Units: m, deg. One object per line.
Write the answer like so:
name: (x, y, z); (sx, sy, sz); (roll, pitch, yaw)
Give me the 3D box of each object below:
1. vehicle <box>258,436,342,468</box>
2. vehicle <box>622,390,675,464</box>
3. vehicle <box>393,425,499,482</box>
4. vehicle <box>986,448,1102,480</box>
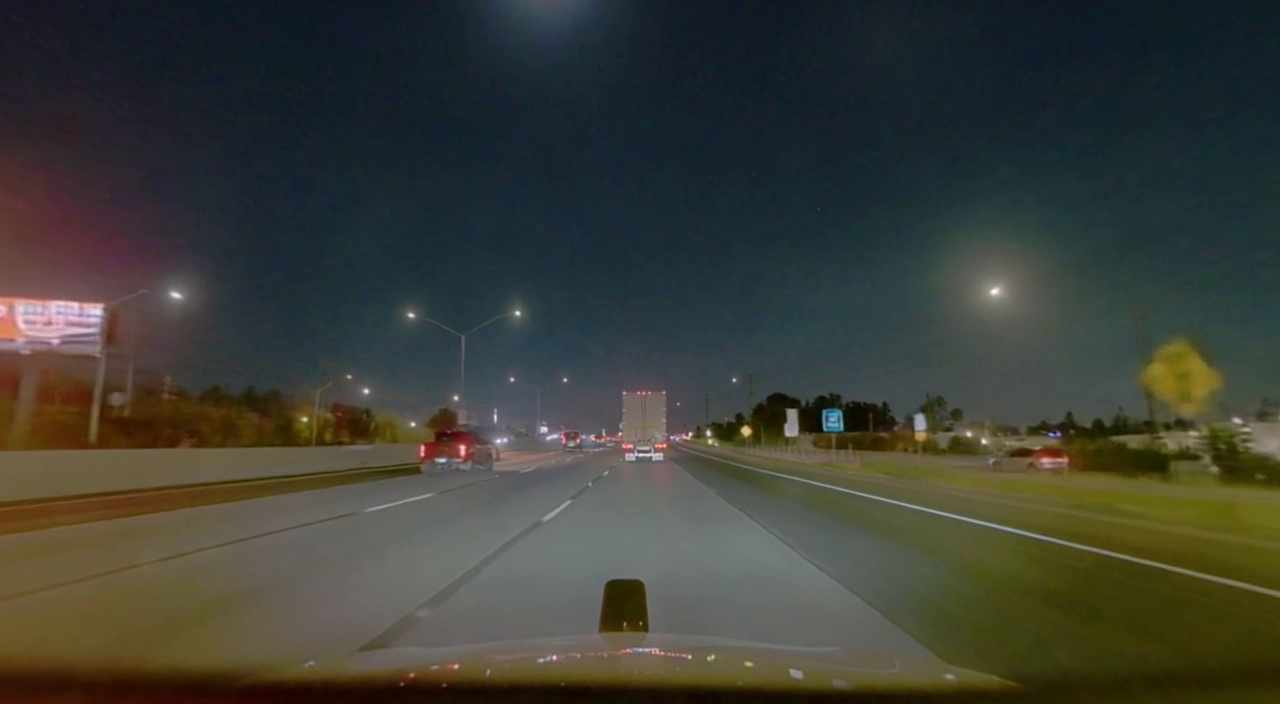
vehicle: (-17.286, 5.101, 32.340); (1.892, 1.530, 4.227); (0, -8, 1)
vehicle: (0.691, 4.939, 40.413); (2.879, 4.027, 11.243); (-1, -8, 2)
vehicle: (-6.971, 3.723, 23.434); (2.197, 1.847, 5.364); (0, -8, 1)
vehicle: (20.548, 5.700, 32.353); (1.757, 1.437, 4.897); (6, -10, -20)
